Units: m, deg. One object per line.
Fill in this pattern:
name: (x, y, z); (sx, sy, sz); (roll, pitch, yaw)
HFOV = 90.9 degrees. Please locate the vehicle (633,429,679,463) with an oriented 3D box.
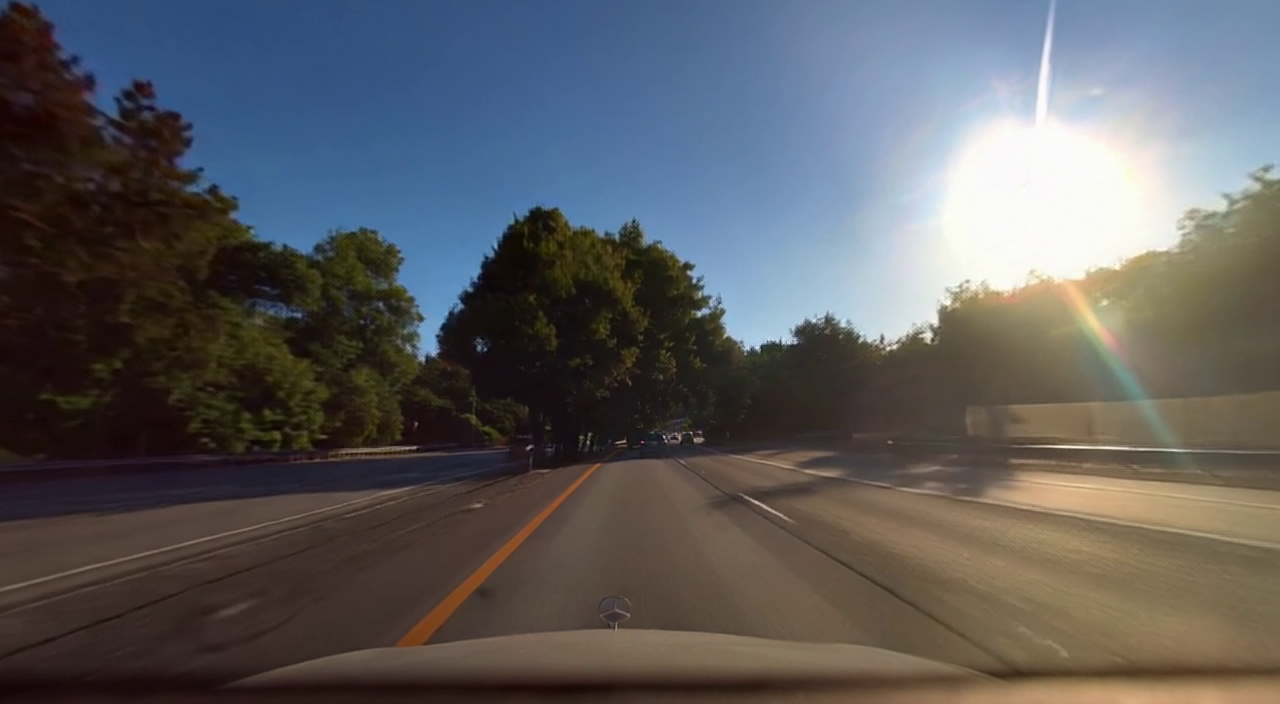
vehicle: (0.681, 4.504, 30.328); (2.046, 1.526, 3.903); (0, -8, -1)

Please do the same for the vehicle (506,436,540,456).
vehicle: (-8.721, 7.016, 47.071); (1.845, 1.478, 3.431); (0, -8, 0)
